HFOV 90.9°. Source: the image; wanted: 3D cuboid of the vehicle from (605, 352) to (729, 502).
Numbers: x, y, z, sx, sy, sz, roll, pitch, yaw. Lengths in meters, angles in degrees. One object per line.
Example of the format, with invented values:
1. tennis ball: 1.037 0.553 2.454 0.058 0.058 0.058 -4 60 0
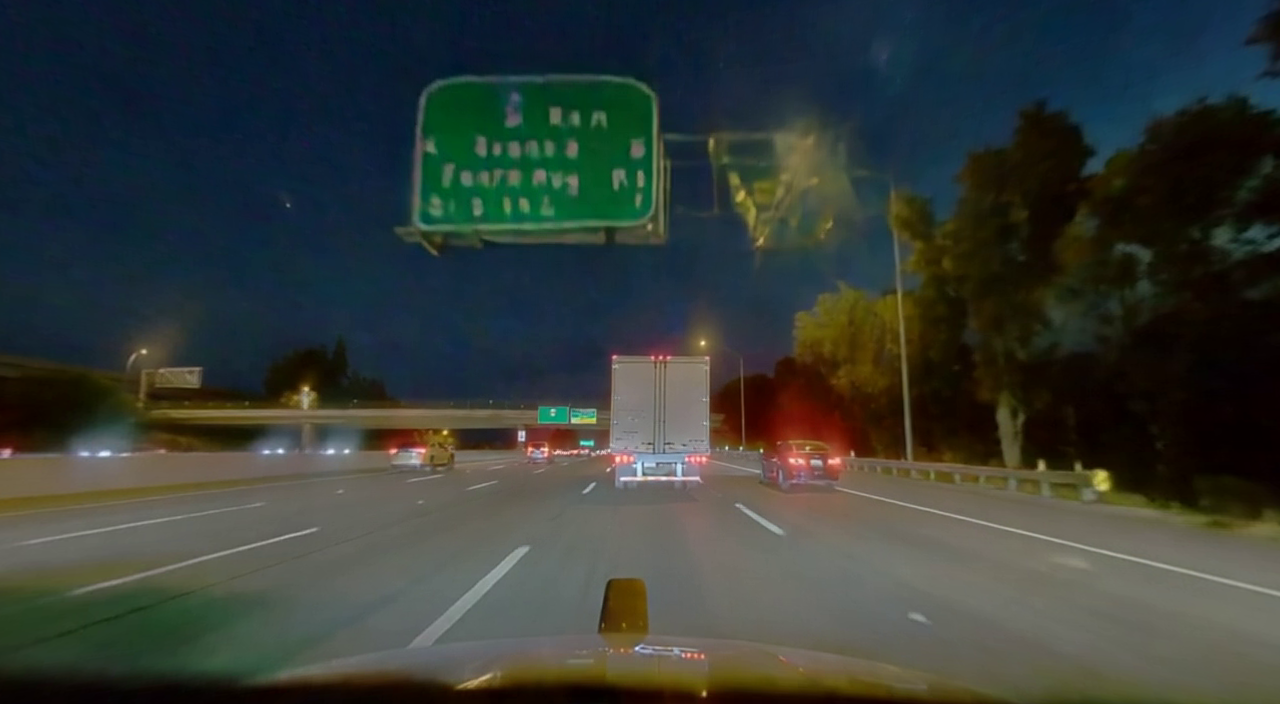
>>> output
1. vehicle: 0.532 2.577 20.526 2.916 3.584 10.841 0 -9 -1

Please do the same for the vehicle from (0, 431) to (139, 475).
1. vehicle: -37.828 6.706 42.290 2.473 2.570 7.957 0 -8 -5

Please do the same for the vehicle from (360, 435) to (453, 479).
1. vehicle: -10.403 4.709 28.644 2.217 1.797 5.226 0 -9 0

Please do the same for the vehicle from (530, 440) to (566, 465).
1. vehicle: -7.131 7.865 49.402 2.125 1.793 4.892 0 -9 0

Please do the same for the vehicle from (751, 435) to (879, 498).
1. vehicle: 4.671 3.132 17.708 2.108 1.508 4.744 0 -9 -1
